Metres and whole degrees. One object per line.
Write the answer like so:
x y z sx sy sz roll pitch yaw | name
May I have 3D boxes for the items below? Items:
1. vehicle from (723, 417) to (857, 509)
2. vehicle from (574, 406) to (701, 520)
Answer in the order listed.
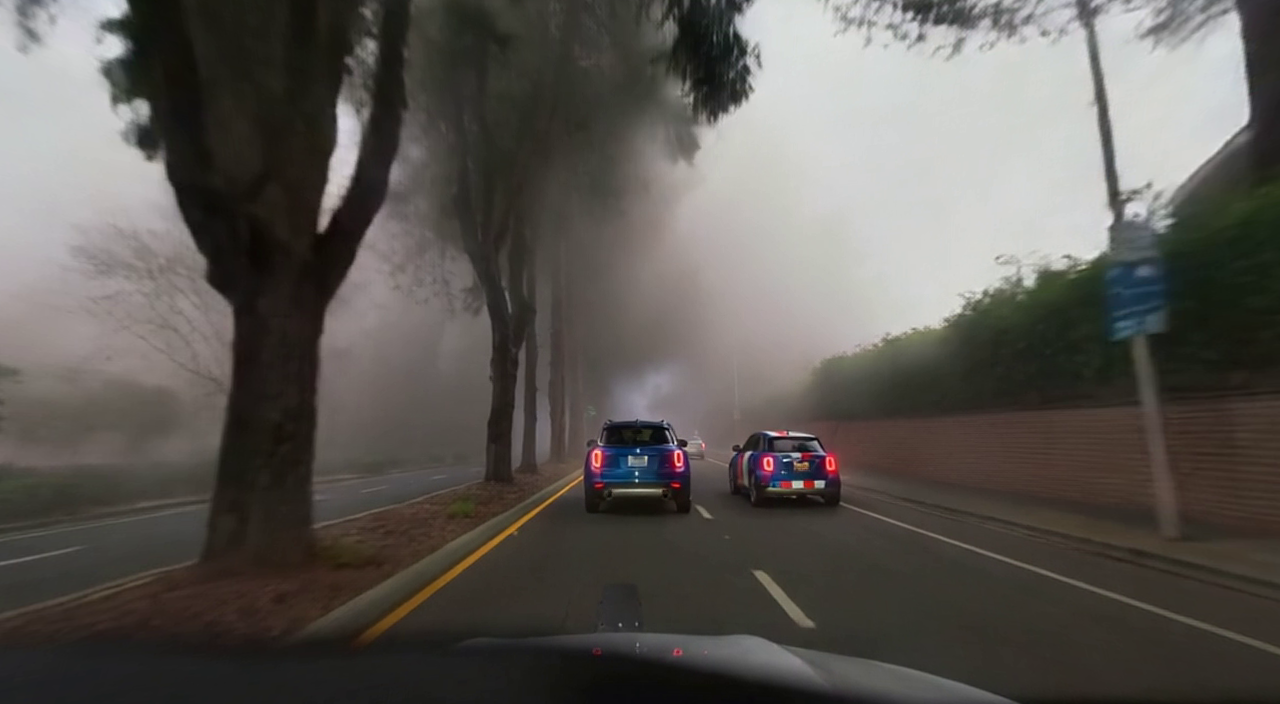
3.114 2.405 14.034 1.840 1.709 4.202 1 -8 -2 | vehicle
-0.086 1.990 11.554 1.984 1.777 3.148 1 -8 -2 | vehicle
